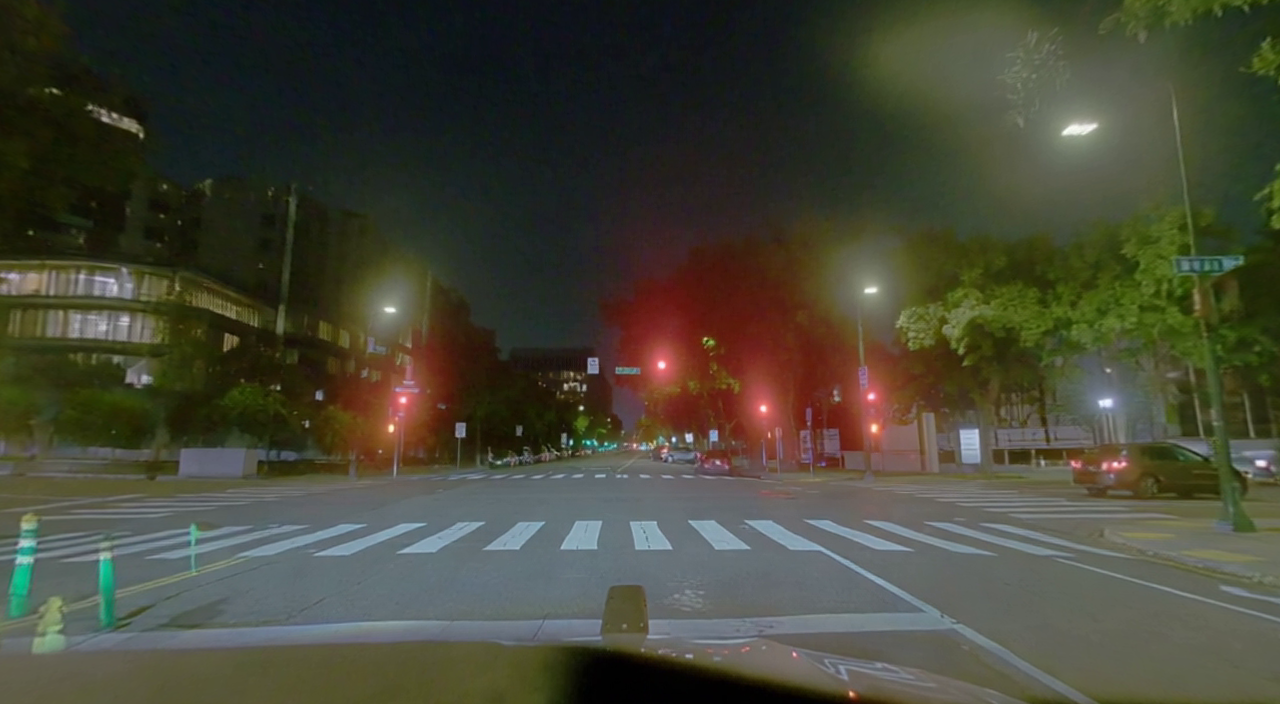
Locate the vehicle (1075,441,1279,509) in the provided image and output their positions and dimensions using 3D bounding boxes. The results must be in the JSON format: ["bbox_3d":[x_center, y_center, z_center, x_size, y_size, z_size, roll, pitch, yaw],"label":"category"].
[{"bbox_3d":[13.004,2.792,14.561,4.424,1.436,1.804,-1,-8,5],"label":"vehicle"}]

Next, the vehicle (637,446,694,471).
[{"bbox_3d":[1.566,6.771,40.386,1.972,1.522,4.368,3,-9,-23],"label":"vehicle"}]
